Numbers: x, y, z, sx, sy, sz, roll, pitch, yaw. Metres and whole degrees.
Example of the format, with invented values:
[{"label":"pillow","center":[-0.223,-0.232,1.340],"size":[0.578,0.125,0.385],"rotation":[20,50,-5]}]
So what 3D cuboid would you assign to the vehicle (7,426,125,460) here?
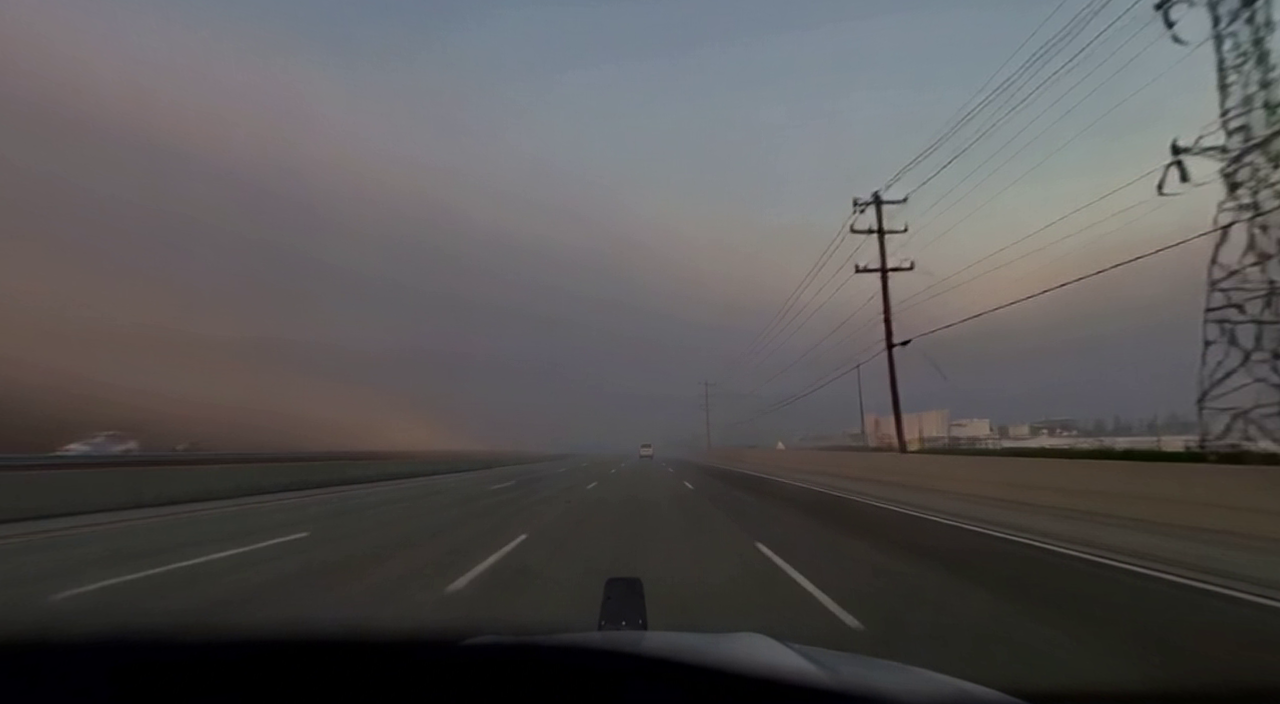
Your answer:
[{"label":"vehicle","center":[-34.174,5.533,37.822],"size":[2.040,1.871,5.216],"rotation":[-1,-10,1]}]
